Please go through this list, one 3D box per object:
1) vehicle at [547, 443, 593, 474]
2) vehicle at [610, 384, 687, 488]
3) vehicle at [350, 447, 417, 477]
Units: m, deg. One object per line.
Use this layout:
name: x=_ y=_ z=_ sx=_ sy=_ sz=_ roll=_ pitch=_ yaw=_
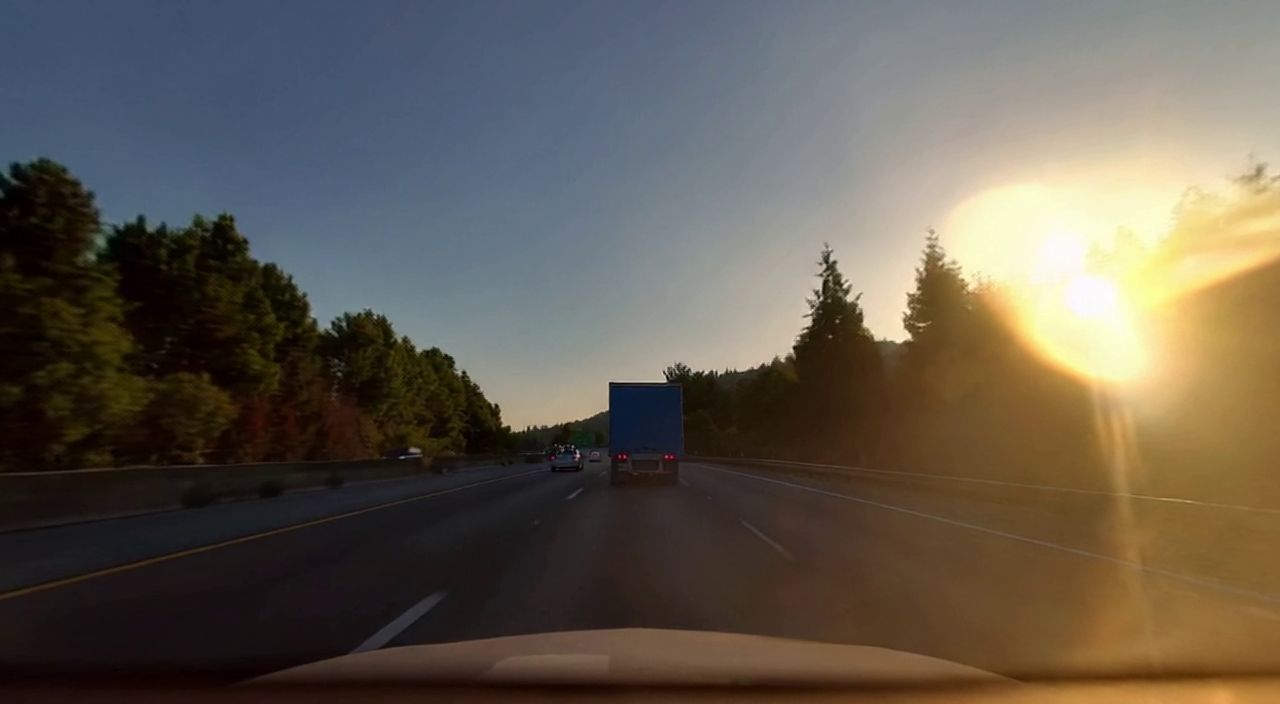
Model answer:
vehicle: x=-3.880 y=6.058 z=35.963 sx=2.018 sy=1.632 sz=4.722 roll=0 pitch=-9 yaw=1
vehicle: x=0.401 y=3.813 z=28.031 sx=2.821 sy=3.878 sz=8.925 roll=0 pitch=-9 yaw=1
vehicle: x=-16.081 y=6.899 z=39.793 sx=2.008 sy=1.748 sz=4.967 roll=0 pitch=-9 yaw=2
